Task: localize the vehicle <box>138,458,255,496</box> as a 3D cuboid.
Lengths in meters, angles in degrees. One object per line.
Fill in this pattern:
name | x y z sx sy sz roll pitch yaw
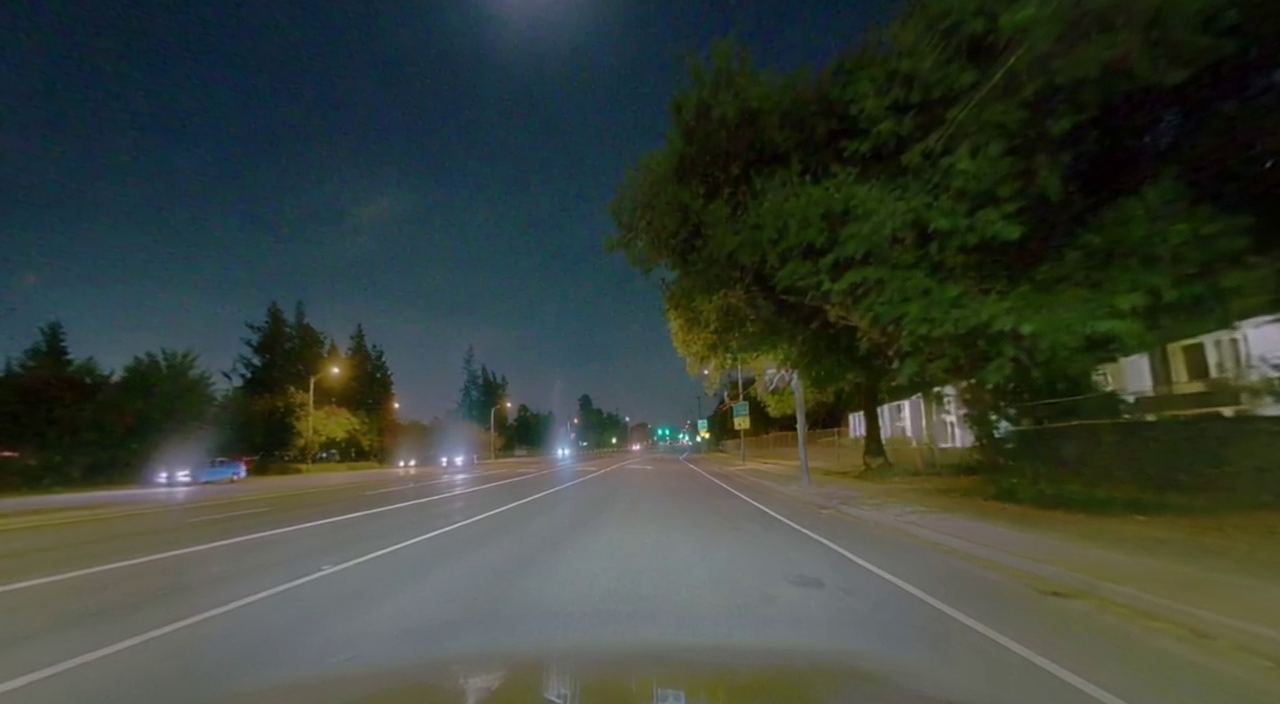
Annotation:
vehicle | -20.140 5.671 28.967 1.806 1.438 4.461 -1 -8 7
